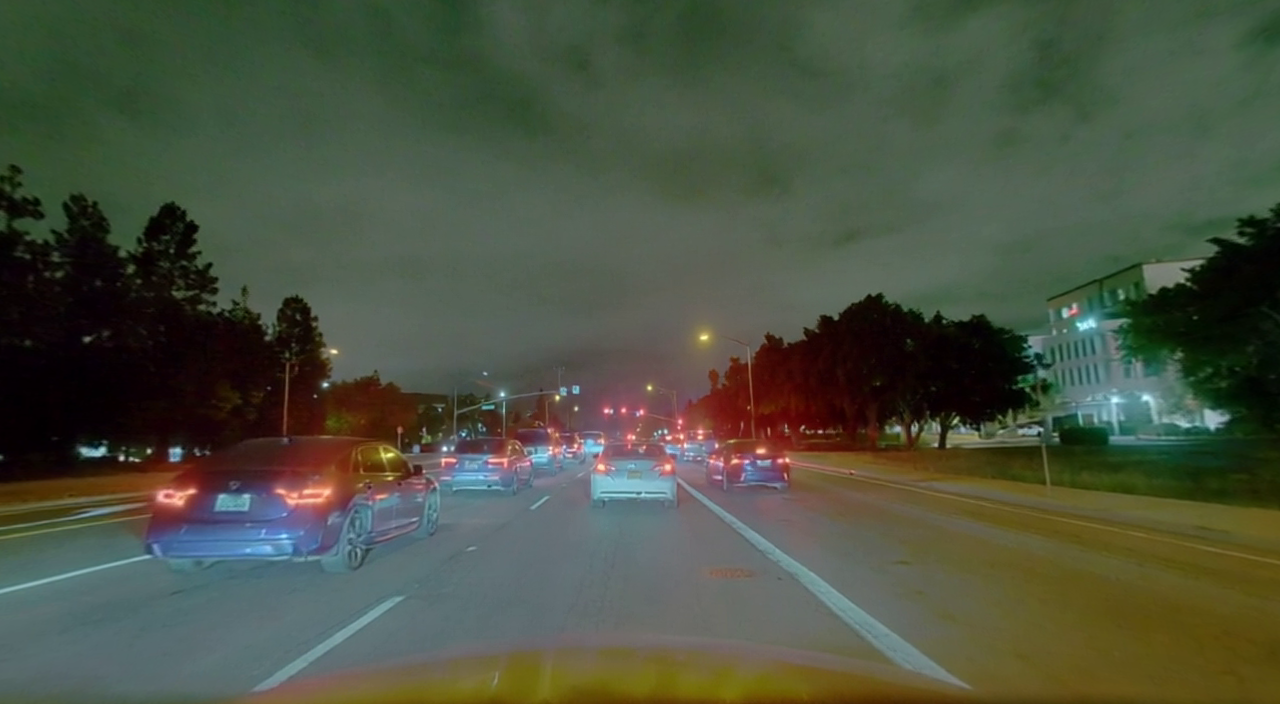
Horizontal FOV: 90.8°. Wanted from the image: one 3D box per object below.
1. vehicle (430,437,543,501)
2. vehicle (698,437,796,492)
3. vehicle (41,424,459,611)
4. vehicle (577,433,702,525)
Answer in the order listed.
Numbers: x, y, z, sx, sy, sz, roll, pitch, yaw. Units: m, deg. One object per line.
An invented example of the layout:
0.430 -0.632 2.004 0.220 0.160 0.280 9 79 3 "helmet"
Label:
-3.883 3.031 16.813 1.985 1.467 4.224 0 -8 0 "vehicle"
3.054 3.315 19.047 1.978 1.452 4.381 0 -8 -3 "vehicle"
-3.749 1.646 7.278 2.052 1.475 4.341 0 -8 0 "vehicle"
-0.086 2.352 12.283 2.007 1.467 4.059 0 -8 -2 "vehicle"
